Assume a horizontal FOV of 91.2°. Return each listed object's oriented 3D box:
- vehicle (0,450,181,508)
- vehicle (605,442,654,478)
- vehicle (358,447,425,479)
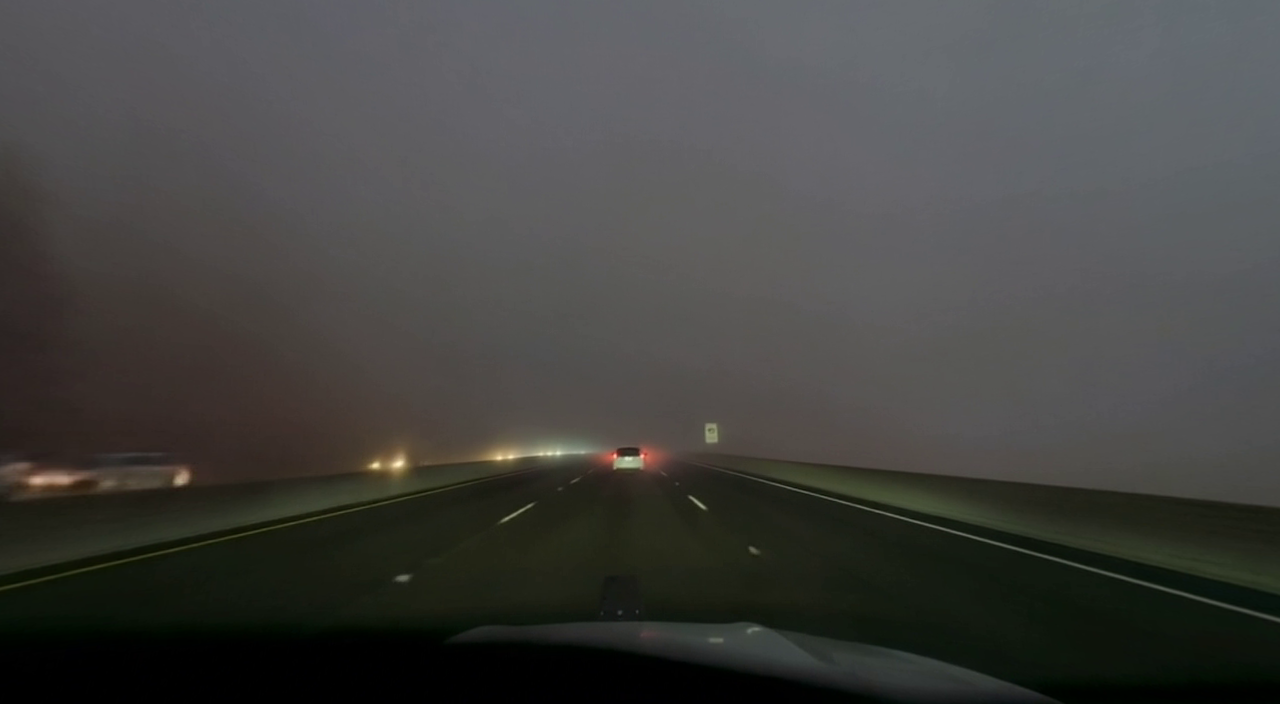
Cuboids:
[{"bbox_3d":[-17.301,3.957,20.012,1.985,1.603,4.337,0,-9,-1],"label":"vehicle"},{"bbox_3d":[-0.483,4.985,29.231,2.095,1.537,4.017,0,-9,-1],"label":"vehicle"},{"bbox_3d":[-12.753,5.704,32.456,1.824,1.518,3.973,0,-9,0],"label":"vehicle"}]
